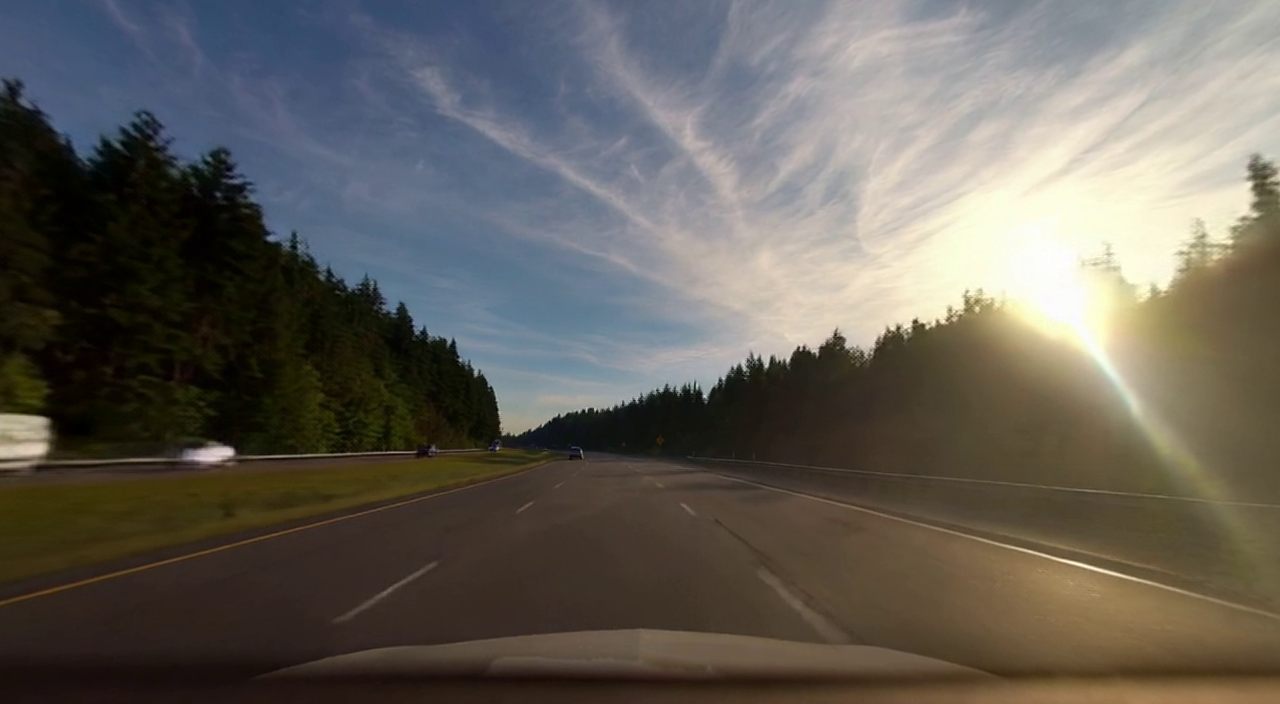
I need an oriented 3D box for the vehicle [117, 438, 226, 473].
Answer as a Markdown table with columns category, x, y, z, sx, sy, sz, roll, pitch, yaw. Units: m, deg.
| category | x | y | z | sx | sy | sz | roll | pitch | yaw |
| --- | --- | --- | --- | --- | --- | --- | --- | --- | --- |
| vehicle | -20.798 | 4.626 | 28.260 | 1.859 | 1.461 | 4.033 | 0 | -9 | -2 |
